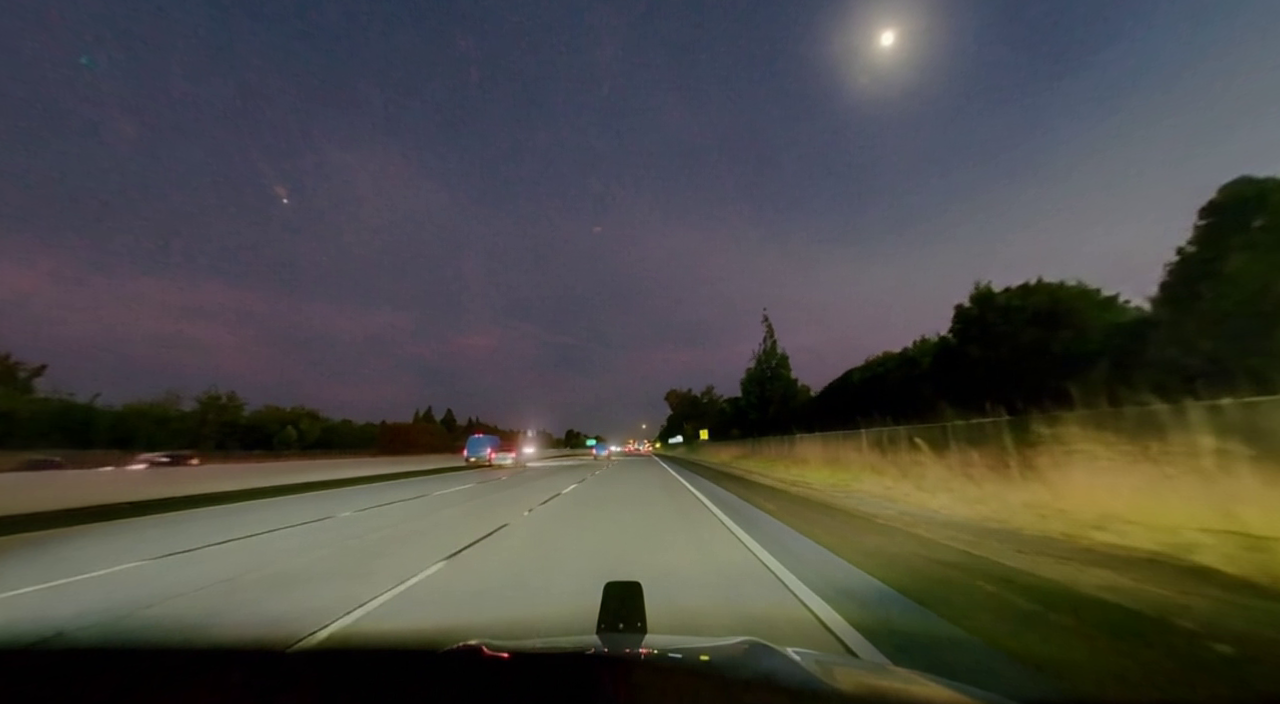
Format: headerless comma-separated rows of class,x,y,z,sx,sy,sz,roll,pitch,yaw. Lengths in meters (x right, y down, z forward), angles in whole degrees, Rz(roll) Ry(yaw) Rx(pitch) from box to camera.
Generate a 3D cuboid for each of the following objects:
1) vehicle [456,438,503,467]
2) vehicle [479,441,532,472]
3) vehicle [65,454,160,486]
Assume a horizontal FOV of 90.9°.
vehicle,-10.970,6.877,43.447,1.977,1.870,4.525,0,-8,0
vehicle,-7.462,5.838,35.393,2.014,1.598,4.015,0,-8,1
vehicle,-24.598,5.486,29.561,1.514,1.344,3.325,0,-8,1
